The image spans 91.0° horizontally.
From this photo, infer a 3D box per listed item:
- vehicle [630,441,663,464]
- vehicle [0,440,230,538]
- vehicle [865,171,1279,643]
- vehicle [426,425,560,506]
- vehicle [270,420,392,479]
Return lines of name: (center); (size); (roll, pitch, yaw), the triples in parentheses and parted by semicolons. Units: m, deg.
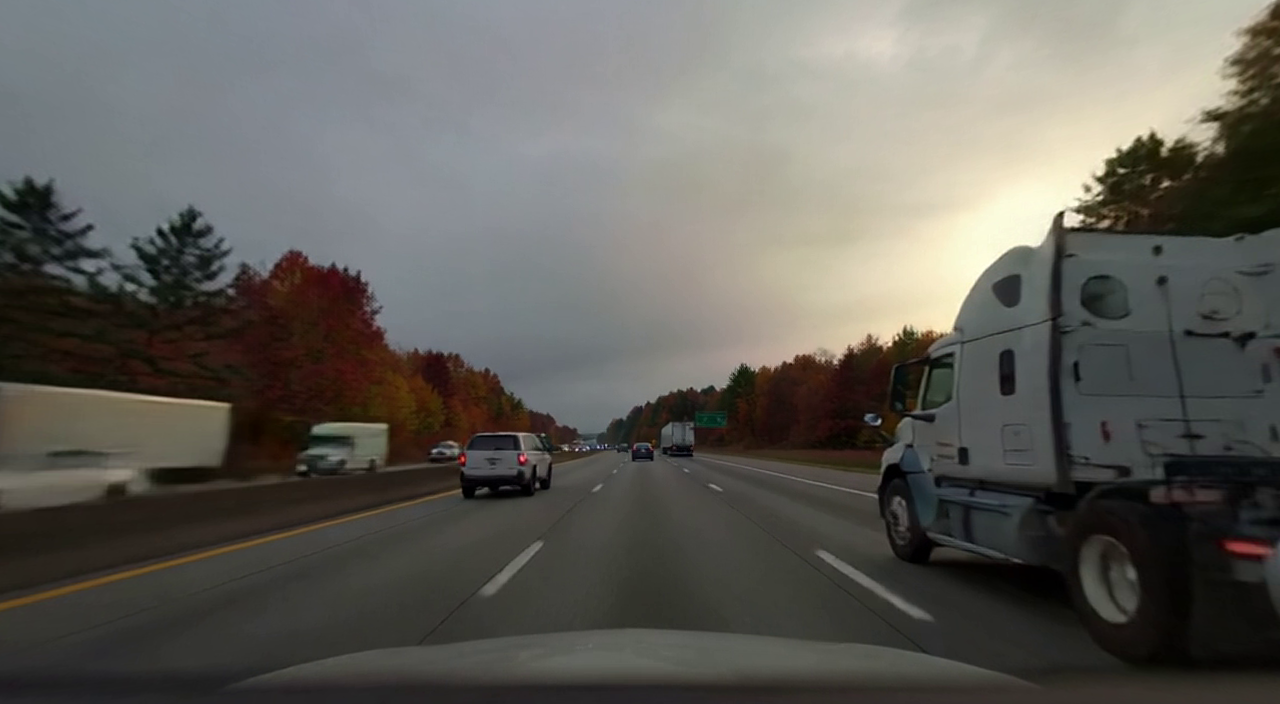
vehicle: (0.447, 6.907, 43.273); (2.152, 1.484, 4.211); (0, -8, 1)
vehicle: (-10.234, 2.429, 11.909); (1.957, 1.488, 4.351); (0, -8, 1)
vehicle: (4.702, 0.577, 6.565); (3.306, 3.639, 3.451); (0, -8, 0)
vehicle: (-3.377, 2.725, 15.533); (2.077, 1.669, 4.739); (0, -8, 1)
vehicle: (-13.873, 4.435, 28.851); (2.432, 2.411, 5.950); (0, -8, 1)
